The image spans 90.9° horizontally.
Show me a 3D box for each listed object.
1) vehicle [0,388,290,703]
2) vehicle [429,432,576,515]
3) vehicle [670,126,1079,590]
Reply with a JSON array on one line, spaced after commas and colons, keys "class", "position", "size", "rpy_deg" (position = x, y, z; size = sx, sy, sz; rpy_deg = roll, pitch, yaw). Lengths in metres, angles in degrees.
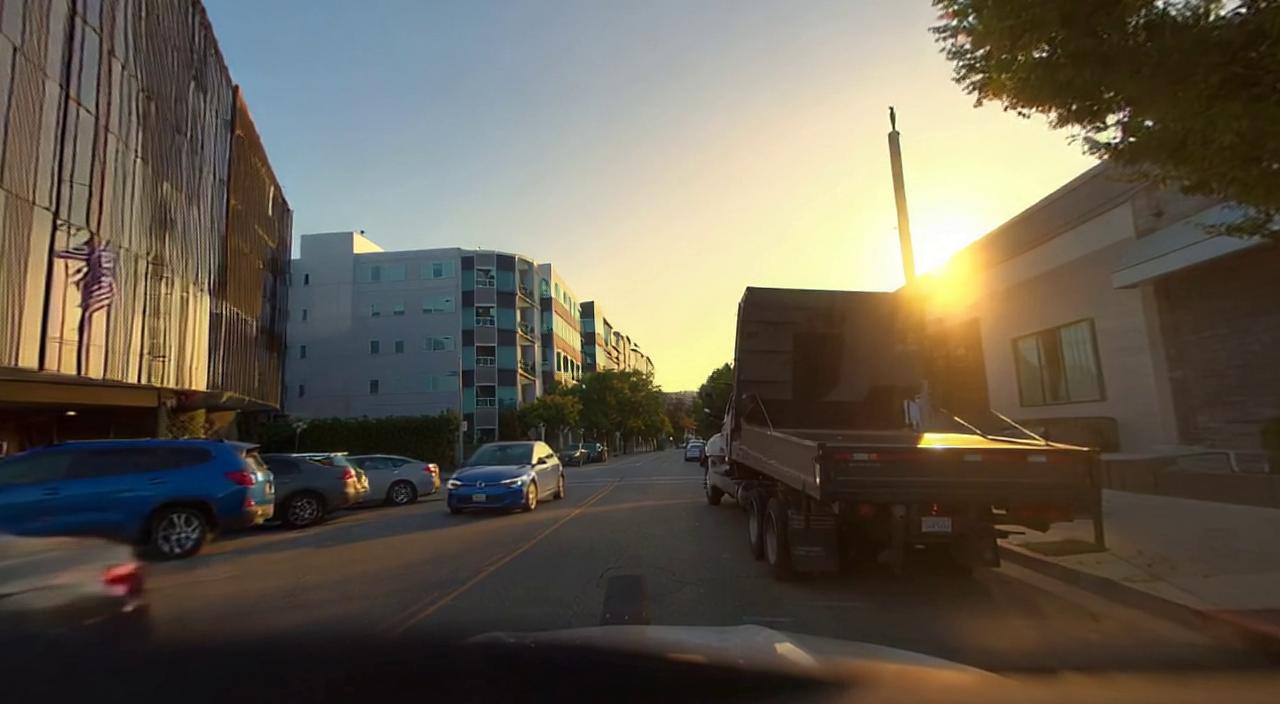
[{"class": "vehicle", "position": [-3.347, 0.835, 1.642], "size": [2.183, 1.563, 4.257], "rpy_deg": [-1, -8, 4]}, {"class": "vehicle", "position": [-3.011, 2.781, 15.017], "size": [2.311, 1.631, 4.510], "rpy_deg": [0, -8, 2]}, {"class": "vehicle", "position": [2.509, 0.799, 11.278], "size": [3.320, 4.034, 11.553], "rpy_deg": [-1, -8, 6]}]
